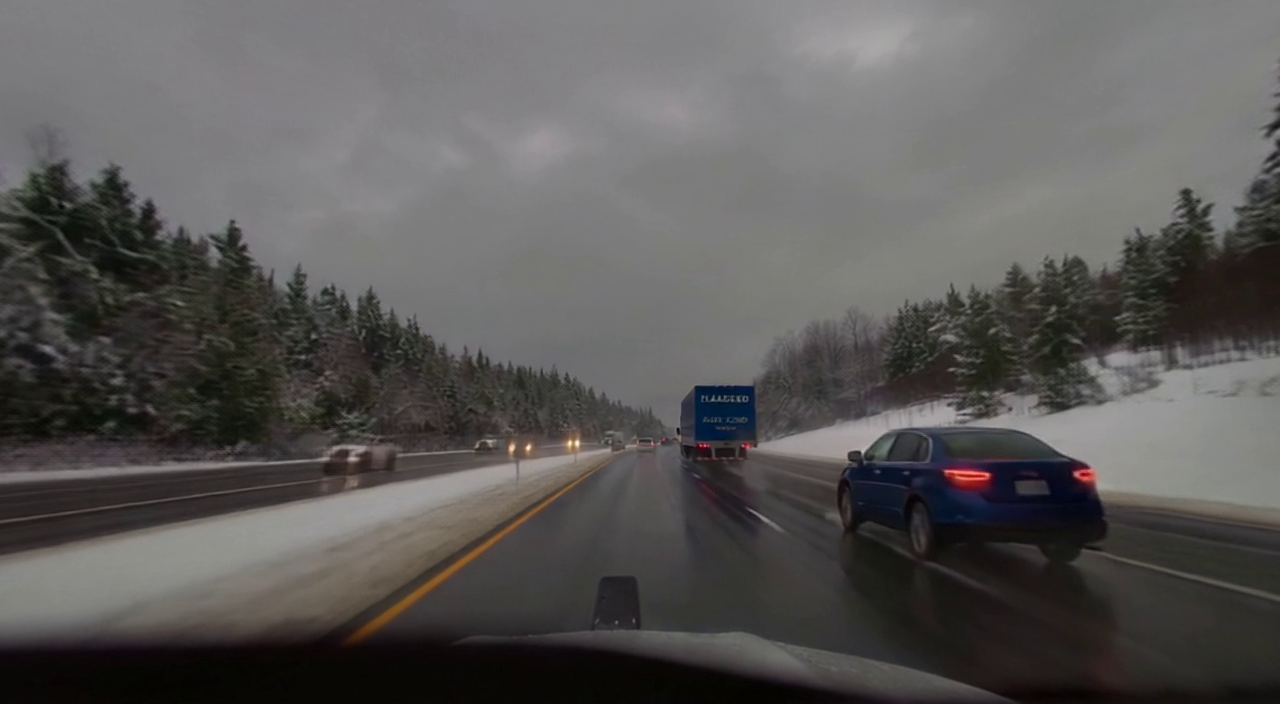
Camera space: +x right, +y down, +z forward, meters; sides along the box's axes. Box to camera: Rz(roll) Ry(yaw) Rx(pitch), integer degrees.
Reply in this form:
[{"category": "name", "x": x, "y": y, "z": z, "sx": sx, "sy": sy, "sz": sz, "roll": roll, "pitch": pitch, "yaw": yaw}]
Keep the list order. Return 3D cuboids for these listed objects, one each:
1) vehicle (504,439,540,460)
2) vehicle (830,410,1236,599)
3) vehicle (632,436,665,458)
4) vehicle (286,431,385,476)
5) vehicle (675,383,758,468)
[{"category": "vehicle", "x": -9.160, "y": 7.613, "z": 49.209, "sx": 1.892, "sy": 1.508, "sz": 4.225, "roll": 0, "pitch": -8, "yaw": 2}, {"category": "vehicle", "x": 3.979, "y": 1.568, "z": 7.493, "sx": 2.028, "sy": 1.573, "sz": 4.207, "roll": 0, "pitch": -8, "yaw": -2}, {"category": "vehicle", "x": 0.644, "y": 6.680, "z": 44.517, "sx": 2.209, "sy": 1.499, "sz": 4.144, "roll": 0, "pitch": -8, "yaw": 1}, {"category": "vehicle", "x": -14.227, "y": 4.722, "z": 29.842, "sx": 2.073, "sy": 1.912, "sz": 5.067, "roll": 0, "pitch": -8, "yaw": 2}, {"category": "vehicle", "x": 4.087, "y": 4.463, "z": 37.278, "sx": 3.171, "sy": 4.072, "sz": 13.784, "roll": 0, "pitch": -8, "yaw": 0}]
